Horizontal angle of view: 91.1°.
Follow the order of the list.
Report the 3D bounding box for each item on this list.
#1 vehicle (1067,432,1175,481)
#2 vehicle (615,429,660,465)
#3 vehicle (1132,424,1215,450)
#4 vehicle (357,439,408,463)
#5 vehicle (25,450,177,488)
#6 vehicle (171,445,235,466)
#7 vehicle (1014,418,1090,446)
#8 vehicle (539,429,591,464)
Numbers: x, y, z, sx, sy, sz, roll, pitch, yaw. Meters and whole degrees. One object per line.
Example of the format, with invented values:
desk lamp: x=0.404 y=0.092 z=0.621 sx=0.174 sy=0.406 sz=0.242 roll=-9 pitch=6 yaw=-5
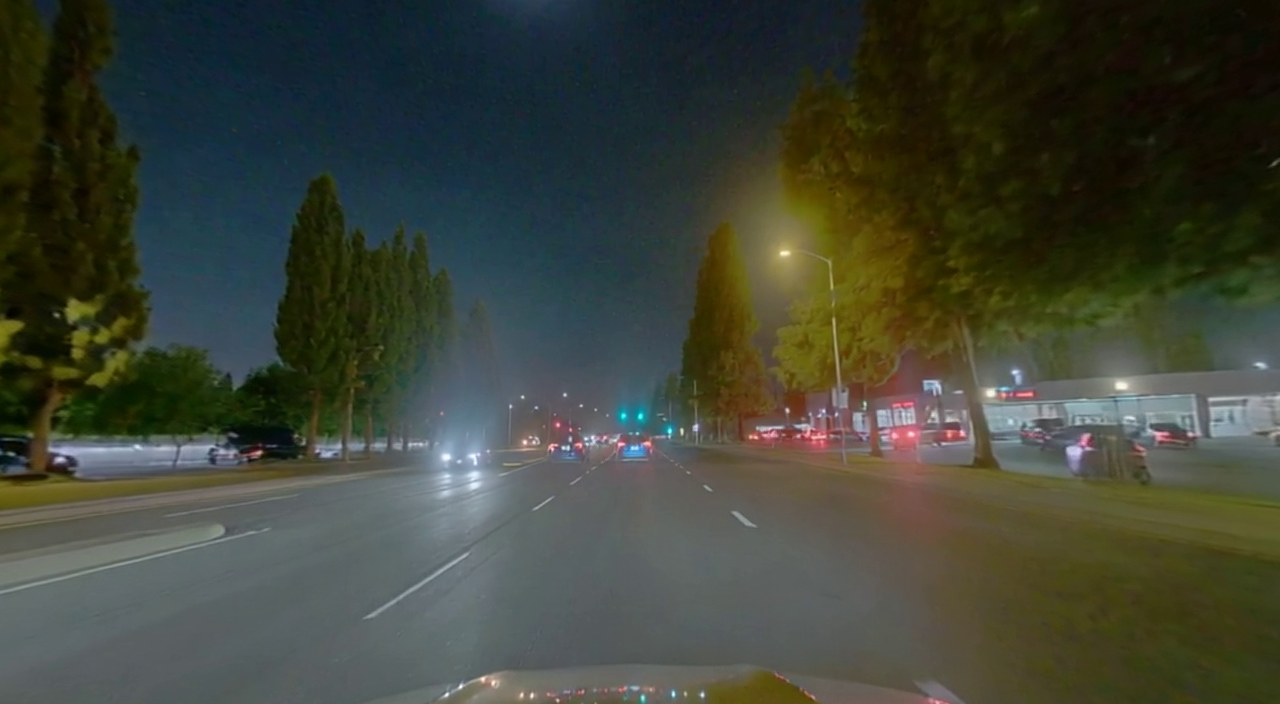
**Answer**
vehicle: x=14.826 y=3.164 z=19.285 sx=3.703 sy=1.353 sz=1.993 roll=8 pitch=-11 yaw=-43
vehicle: x=-0.107 y=4.670 z=30.890 sx=2.042 sy=1.641 sz=4.187 roll=0 pitch=-8 yaw=0
vehicle: x=35.018 y=5.597 z=41.352 sx=1.903 sy=1.630 sz=3.895 roll=0 pitch=-8 yaw=-1
vehicle: x=-19.452 y=7.502 z=47.616 sx=1.946 sy=1.725 sz=4.508 roll=0 pitch=-8 yaw=-1
vehicle: x=-23.023 y=4.950 z=26.972 sx=2.026 sy=1.425 sz=4.595 roll=-7 pitch=-11 yaw=41
vehicle: x=-34.100 y=8.082 z=49.015 sx=3.654 sy=1.375 sz=1.779 roll=-1 pitch=-6 yaw=0
vehicle: x=31.515 y=6.130 z=48.084 sx=4.175 sy=2.084 sz=2.155 roll=0 pitch=-9 yaw=1
vehicle: x=-3.792 y=4.881 z=32.560 sx=2.113 sy=1.713 sz=4.422 roll=0 pitch=-8 yaw=1
